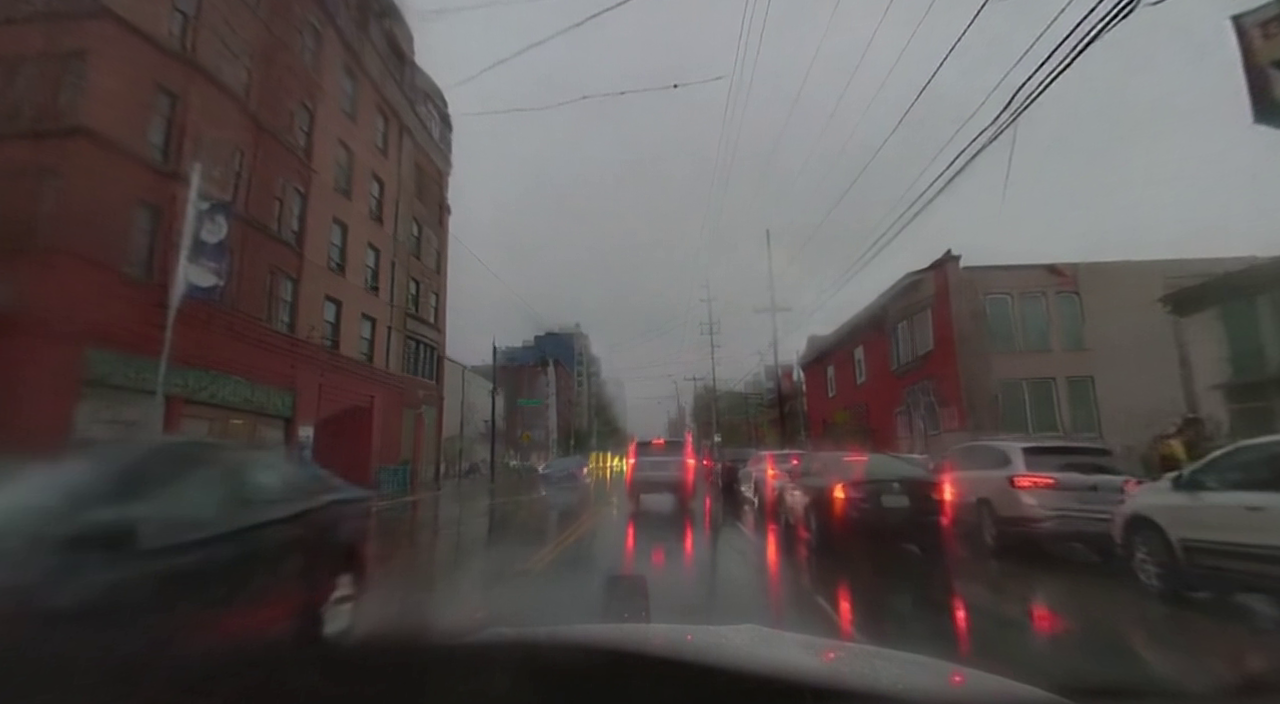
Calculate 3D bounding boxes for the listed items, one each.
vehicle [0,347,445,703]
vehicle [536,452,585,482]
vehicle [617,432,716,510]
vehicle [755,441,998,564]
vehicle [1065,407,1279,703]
[{"bbox_3d":[-2.808,1.046,3.351,2.023,1.646,4.282,-1,-8,2],"label":"vehicle"},{"bbox_3d":[-4.353,6.361,35.157,1.966,1.470,4.528,-1,-8,3],"label":"vehicle"},{"bbox_3d":[0.635,3.005,16.368,2.232,1.736,4.036,0,-8,1],"label":"vehicle"},{"bbox_3d":[3.357,2.216,10.264,2.116,1.487,4.988,0,-8,1],"label":"vehicle"},{"bbox_3d":[2.862,0.697,0.493,2.029,1.460,4.451,0,-8,1],"label":"vehicle"}]
